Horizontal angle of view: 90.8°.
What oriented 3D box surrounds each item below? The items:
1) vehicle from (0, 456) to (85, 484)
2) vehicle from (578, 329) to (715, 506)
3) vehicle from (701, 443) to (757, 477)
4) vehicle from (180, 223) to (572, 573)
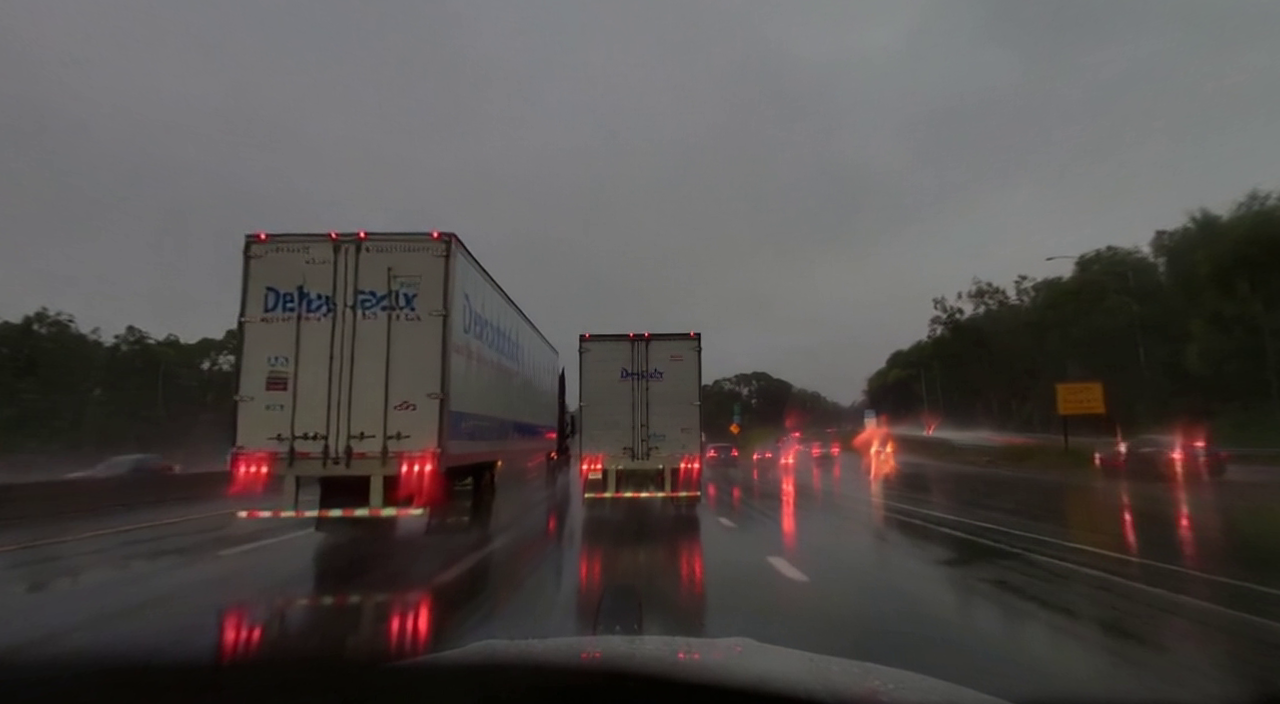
[{"bbox_3d":[-31.964,6.169,33.294,2.002,1.318,3.679,0,-9,1],"label":"vehicle"},{"bbox_3d":[0.068,2.105,18.511,2.910,3.828,9.805,0,-9,-1],"label":"vehicle"},{"bbox_3d":[4.108,5.063,29.962,2.010,1.446,4.579,0,-9,0],"label":"vehicle"},{"bbox_3d":[-3.852,1.643,15.318,2.873,4.107,15.970,0,-9,-1],"label":"vehicle"}]
